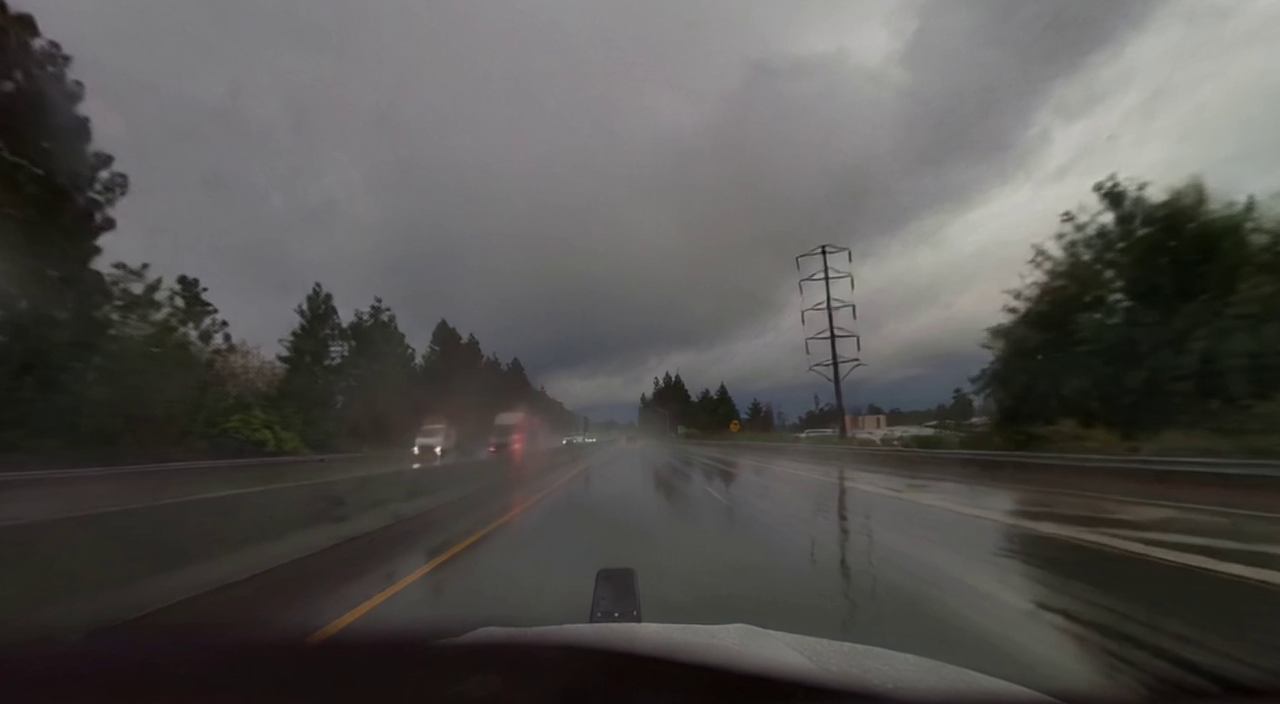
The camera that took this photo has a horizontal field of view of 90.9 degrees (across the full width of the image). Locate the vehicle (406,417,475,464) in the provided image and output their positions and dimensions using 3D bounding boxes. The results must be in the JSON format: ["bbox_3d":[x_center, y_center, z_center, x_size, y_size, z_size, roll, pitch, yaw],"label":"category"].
[{"bbox_3d":[-14.317,6.426,45.991,2.713,3.022,7.818,2,-8,-2],"label":"vehicle"}]

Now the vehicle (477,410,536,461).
[{"bbox_3d":[-9.544,6.088,45.967,2.646,3.377,7.637,0,-8,0],"label":"vehicle"}]
